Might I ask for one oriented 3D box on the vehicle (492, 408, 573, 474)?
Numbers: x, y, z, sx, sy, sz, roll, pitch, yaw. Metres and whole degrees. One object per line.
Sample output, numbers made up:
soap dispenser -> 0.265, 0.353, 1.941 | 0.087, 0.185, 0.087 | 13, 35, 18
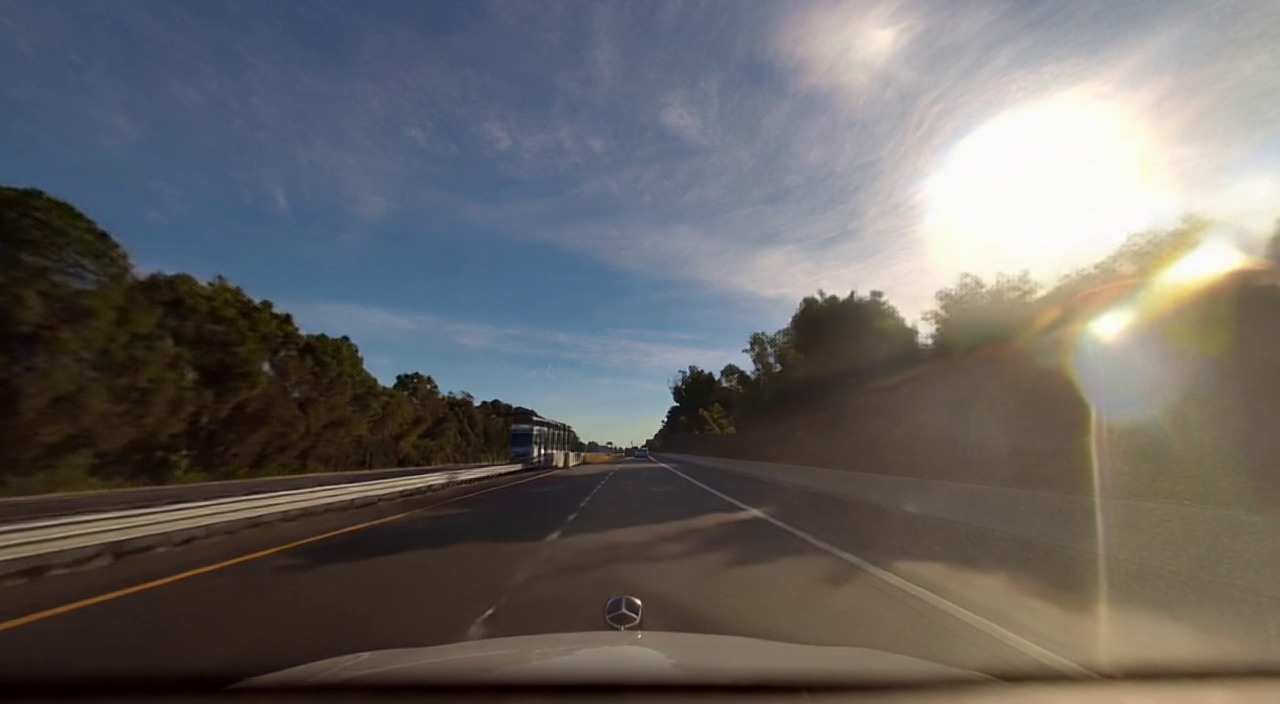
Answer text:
vehicle -> -6.881, 6.132, 43.030 | 2.939, 3.731, 14.269 | 0, -9, 0
